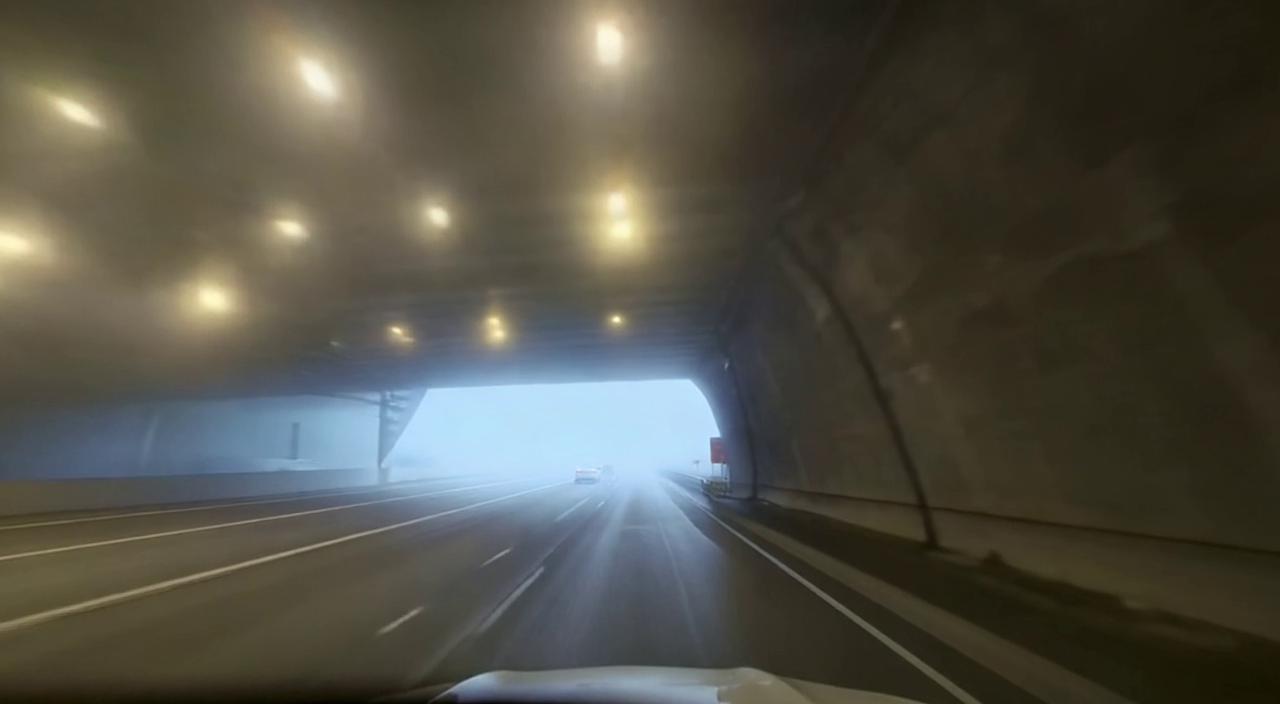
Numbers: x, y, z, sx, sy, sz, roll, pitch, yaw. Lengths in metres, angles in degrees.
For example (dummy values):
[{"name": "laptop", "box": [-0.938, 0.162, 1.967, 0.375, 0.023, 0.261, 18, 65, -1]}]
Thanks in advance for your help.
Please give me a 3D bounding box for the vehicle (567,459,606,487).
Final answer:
[{"name": "vehicle", "box": [-3.300, 7.581, 39.510, 2.092, 1.642, 3.895, 1, -10, 0]}]
